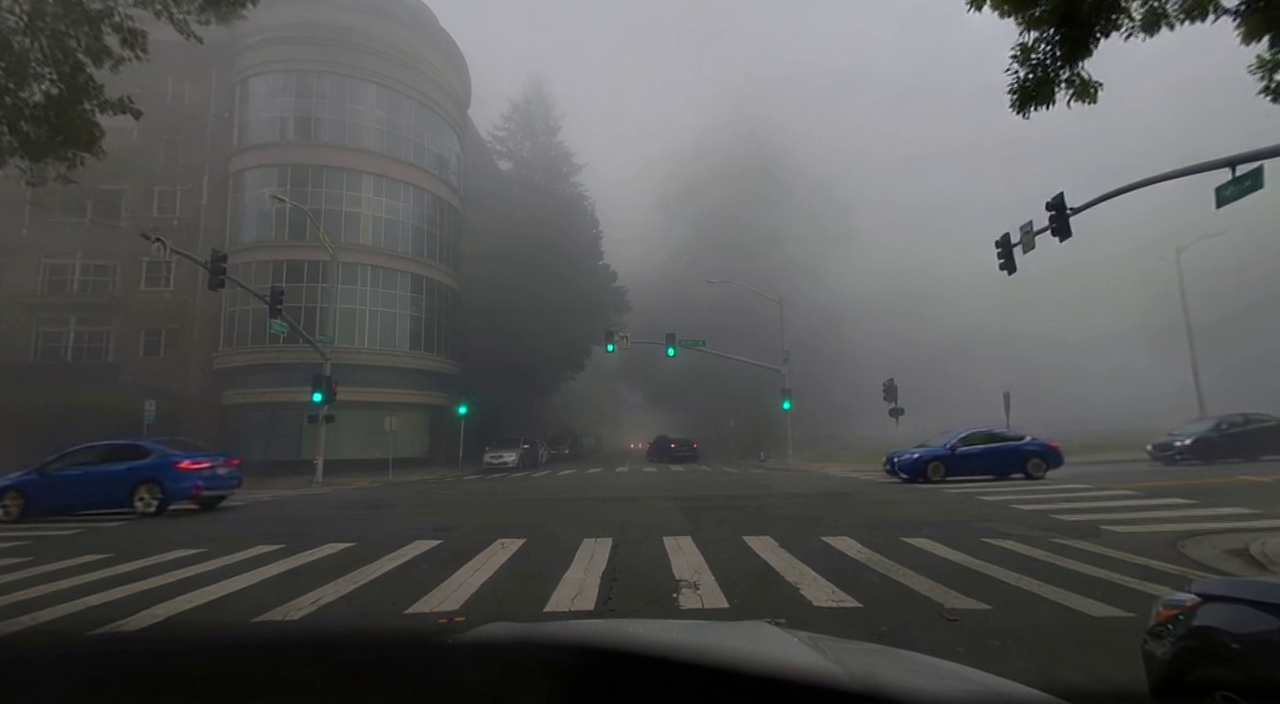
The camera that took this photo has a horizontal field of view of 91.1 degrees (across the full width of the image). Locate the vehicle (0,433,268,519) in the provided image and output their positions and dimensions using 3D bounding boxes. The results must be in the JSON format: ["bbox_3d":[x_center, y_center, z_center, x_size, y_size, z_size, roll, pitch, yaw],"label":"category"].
[{"bbox_3d":[-11.480,2.665,13.742,5.369,1.704,1.993,0,-8,0],"label":"vehicle"}]

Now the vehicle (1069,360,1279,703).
[{"bbox_3d":[2.888,0.661,0.830,1.947,1.576,3.825,0,-8,1],"label":"vehicle"}]

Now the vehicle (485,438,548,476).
[{"bbox_3d":[-5.948,5.100,30.786,2.115,1.690,4.322,0,-8,1],"label":"vehicle"}]

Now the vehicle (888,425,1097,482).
[{"bbox_3d":[9.564,2.782,17.338,4.613,1.443,1.883,0,-8,0],"label":"vehicle"}]

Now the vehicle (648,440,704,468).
[{"bbox_3d":[1.935,5.610,34.891,2.031,1.442,4.446,1,-8,-11],"label":"vehicle"}]
